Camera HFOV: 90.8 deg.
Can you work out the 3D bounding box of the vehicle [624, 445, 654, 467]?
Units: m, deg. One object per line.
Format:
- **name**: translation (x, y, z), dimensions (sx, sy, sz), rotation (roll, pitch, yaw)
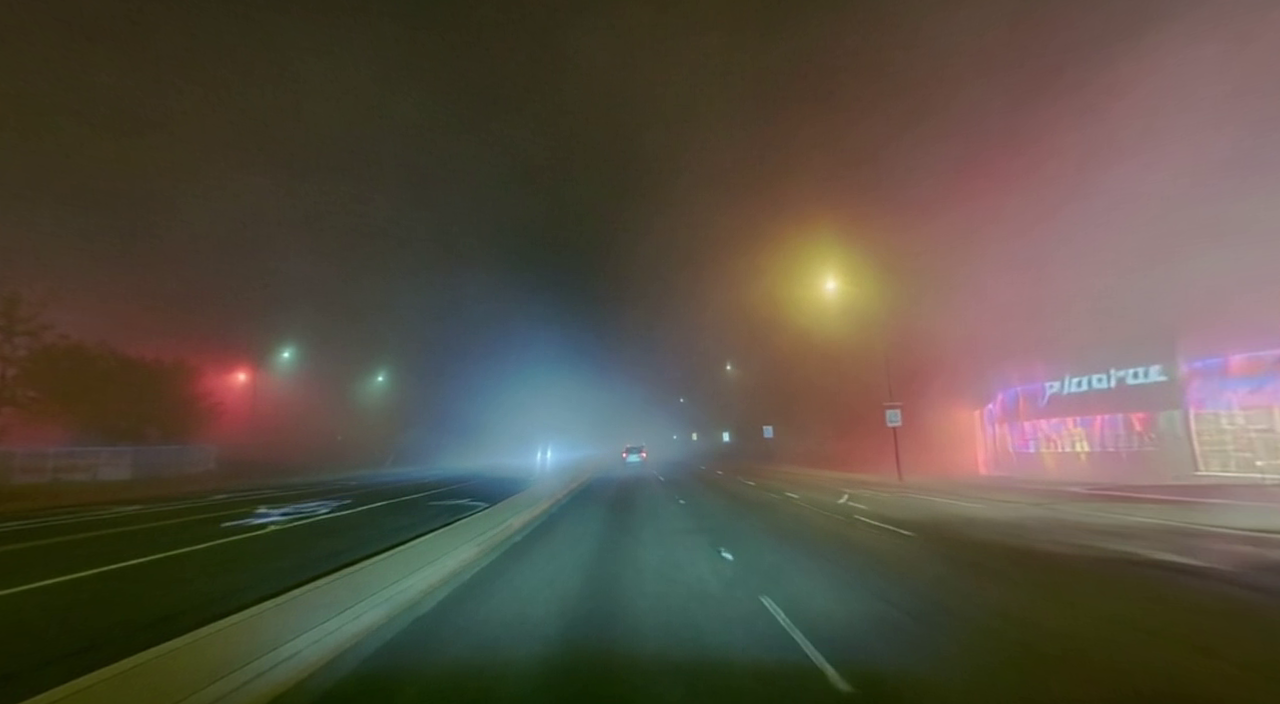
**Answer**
- **vehicle**: translation (-0.068, 7.314, 44.585), dimensions (2.027, 1.494, 3.942), rotation (0, -8, -1)
